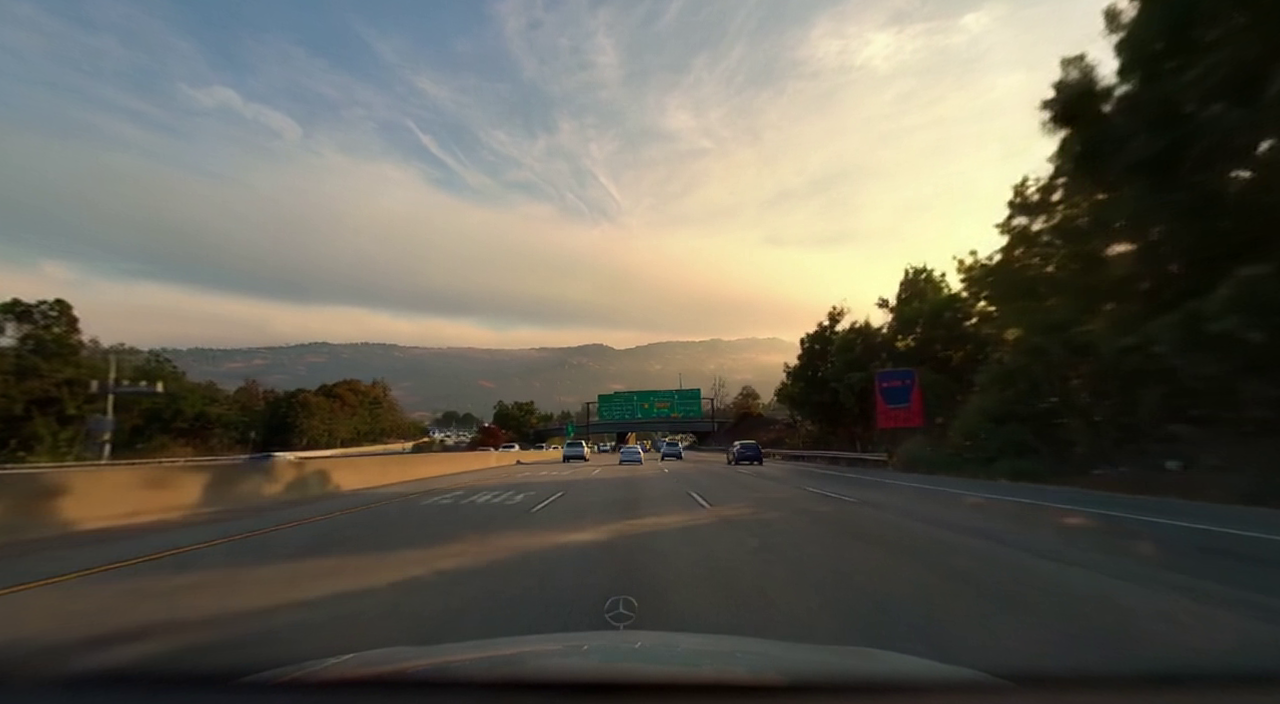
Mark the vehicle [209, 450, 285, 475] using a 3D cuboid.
[{"bbox_3d":[-24.972,6.994,40.355,1.844,1.474,4.668,0,-8,0],"label":"vehicle"}]

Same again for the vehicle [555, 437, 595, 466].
[{"bbox_3d":[-4.258,6.572,41.899,2.113,1.756,4.471,0,-8,1],"label":"vehicle"}]

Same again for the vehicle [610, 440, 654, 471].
[{"bbox_3d":[-0.399,5.274,32.390,2.075,1.486,4.007,0,-8,0],"label":"vehicle"}]

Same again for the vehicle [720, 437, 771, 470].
[{"bbox_3d":[5.514,5.350,33.461,1.936,1.625,3.991,0,-8,-1],"label":"vehicle"}]

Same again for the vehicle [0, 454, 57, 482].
[{"bbox_3d":[-43.427,8.046,43.980,2.025,1.761,4.758,2,-9,-15],"label":"vehicle"}]
